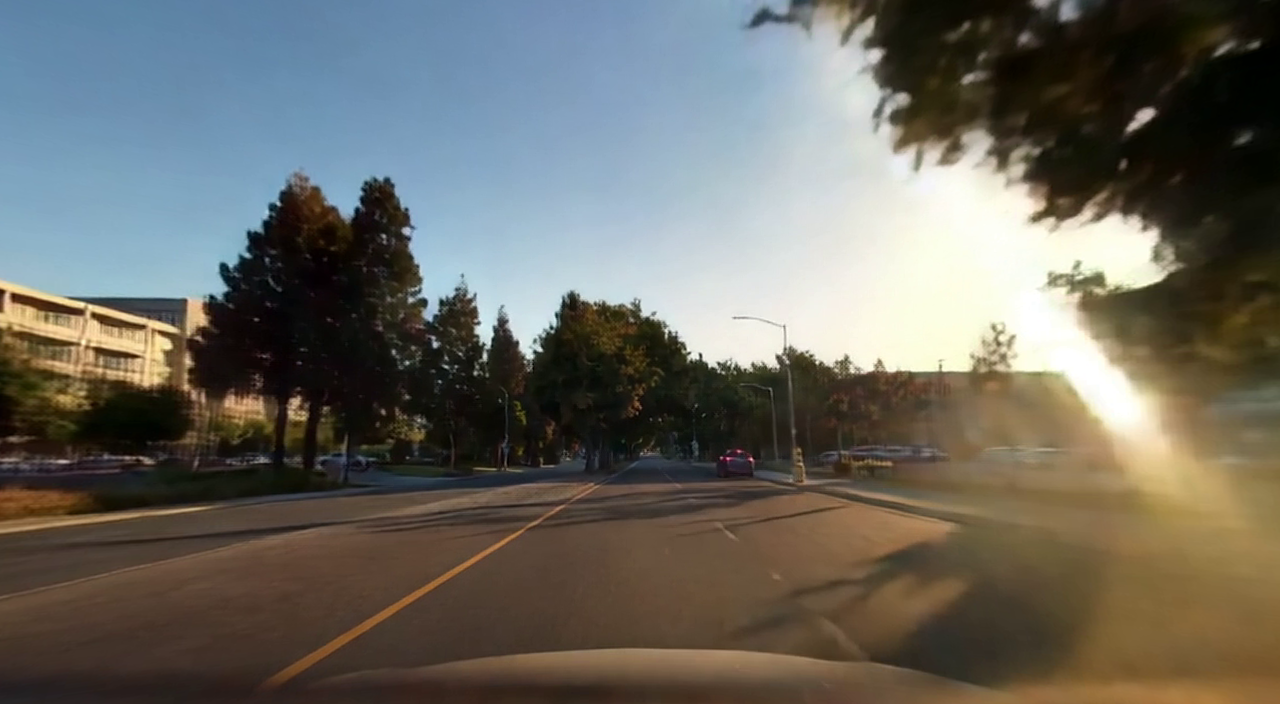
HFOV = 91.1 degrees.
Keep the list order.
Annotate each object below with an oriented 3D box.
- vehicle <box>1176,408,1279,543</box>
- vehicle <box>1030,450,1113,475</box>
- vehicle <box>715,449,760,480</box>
[{"bbox_3d":[11.251,1.768,9.085,4.903,1.831,2.098,0,-9,2],"label":"vehicle"},{"bbox_3d":[32.291,8.316,47.093,4.608,1.638,2.017,-2,-10,0],"label":"vehicle"},{"bbox_3d":[7.137,8.236,46.481,2.365,2.138,5.499,0,-9,-1],"label":"vehicle"}]
